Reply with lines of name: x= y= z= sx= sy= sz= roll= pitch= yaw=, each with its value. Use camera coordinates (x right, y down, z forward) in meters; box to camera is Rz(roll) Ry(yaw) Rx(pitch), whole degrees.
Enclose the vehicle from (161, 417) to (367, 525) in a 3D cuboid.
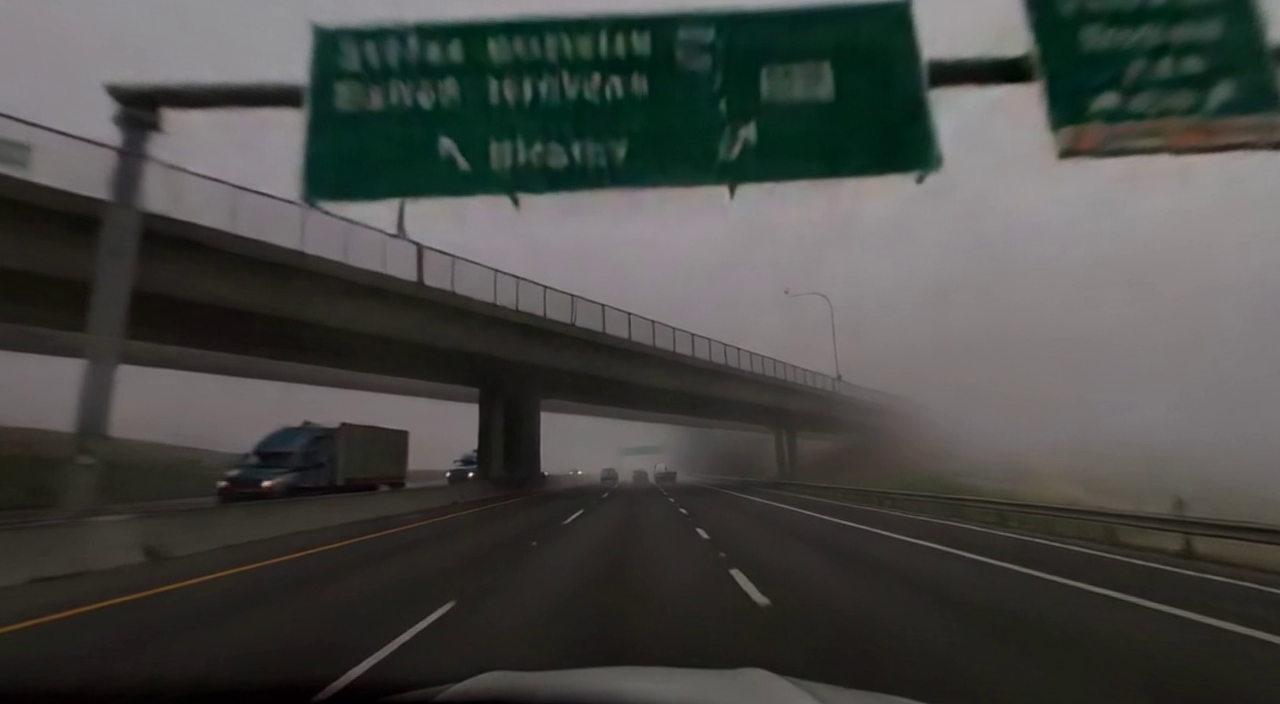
vehicle: x=-12.898 y=4.224 z=22.630 sx=2.817 sy=3.169 sz=7.128 roll=1 pitch=-10 yaw=0
